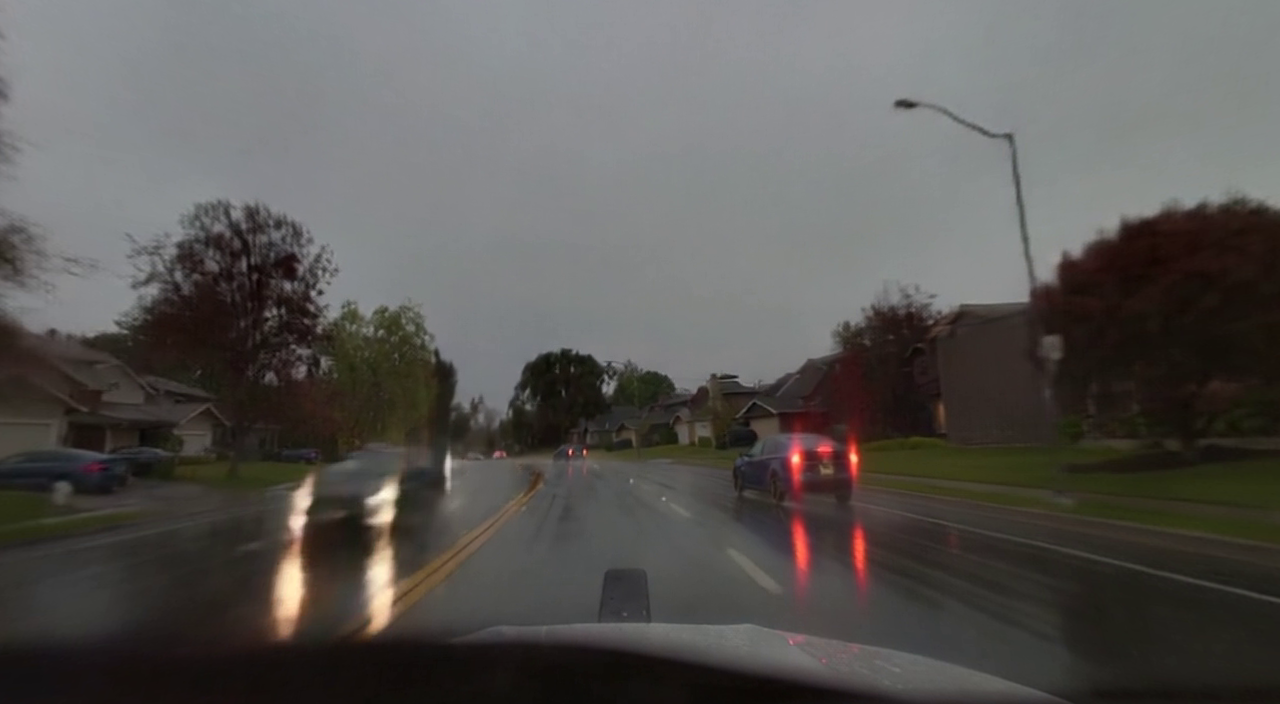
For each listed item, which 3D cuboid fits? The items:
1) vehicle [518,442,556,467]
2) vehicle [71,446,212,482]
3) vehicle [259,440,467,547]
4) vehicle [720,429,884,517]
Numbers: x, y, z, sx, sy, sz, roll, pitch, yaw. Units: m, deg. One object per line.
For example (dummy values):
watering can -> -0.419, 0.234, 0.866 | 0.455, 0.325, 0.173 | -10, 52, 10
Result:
vehicle -> -7.587, 7.472, 46.091 | 2.106, 1.667, 4.367 | 2, -9, -18
vehicle -> -22.246, 5.000, 28.254 | 4.670, 1.533, 1.904 | 0, -8, 0
vehicle -> -4.498, 2.318, 11.098 | 1.985, 1.470, 4.305 | 0, -8, -4
vehicle -> 3.126, 2.423, 13.219 | 1.934, 1.506, 4.282 | 1, -8, -6
